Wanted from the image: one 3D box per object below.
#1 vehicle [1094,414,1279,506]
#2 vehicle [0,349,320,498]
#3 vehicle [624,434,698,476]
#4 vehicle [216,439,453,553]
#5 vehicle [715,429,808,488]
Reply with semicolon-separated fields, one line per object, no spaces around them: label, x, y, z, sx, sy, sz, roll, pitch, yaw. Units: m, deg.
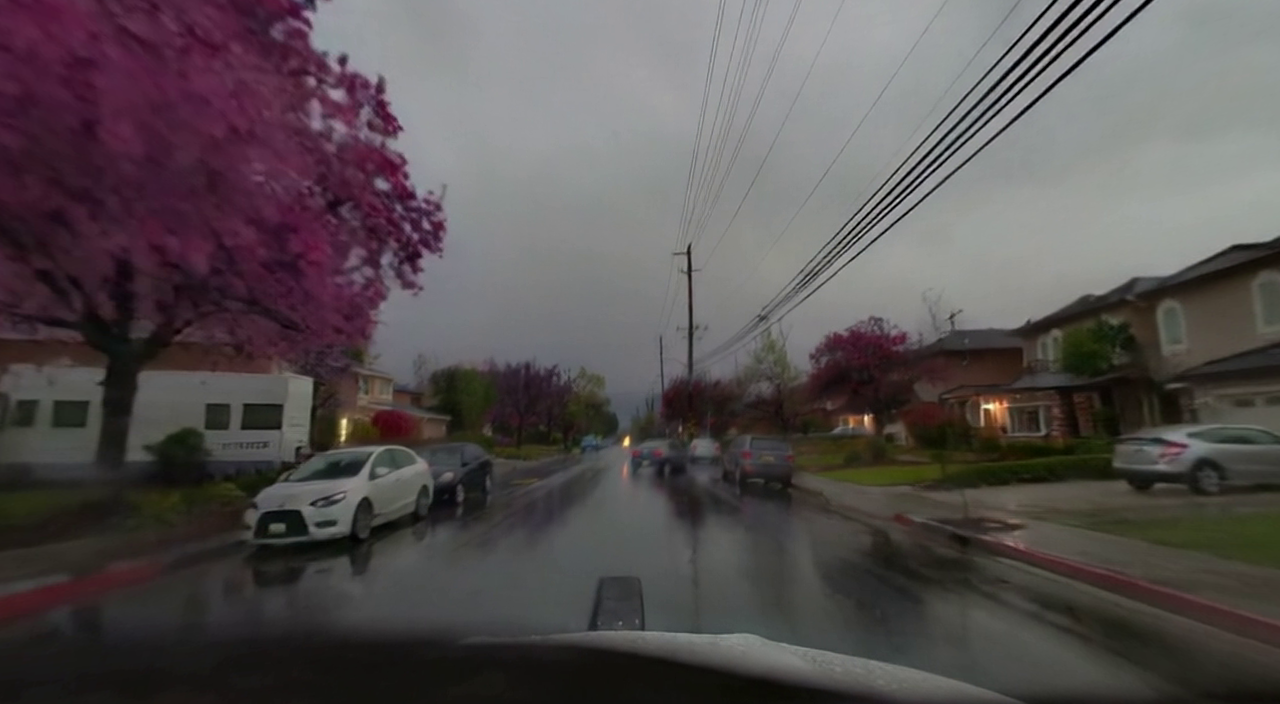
vehicle;12.306;2.203;13.083;4.186;1.748;1.992;0;-8;1
vehicle;-13.071;1.829;15.969;8.239;3.354;2.902;0;-9;1
vehicle;0.946;3.970;24.657;2.075;1.449;4.526;-2;-8;13
vehicle;-4.858;2.280;10.917;1.874;1.413;4.442;0;-6;0
vehicle;3.797;3.424;20.654;2.103;1.679;4.386;0;-8;-1
